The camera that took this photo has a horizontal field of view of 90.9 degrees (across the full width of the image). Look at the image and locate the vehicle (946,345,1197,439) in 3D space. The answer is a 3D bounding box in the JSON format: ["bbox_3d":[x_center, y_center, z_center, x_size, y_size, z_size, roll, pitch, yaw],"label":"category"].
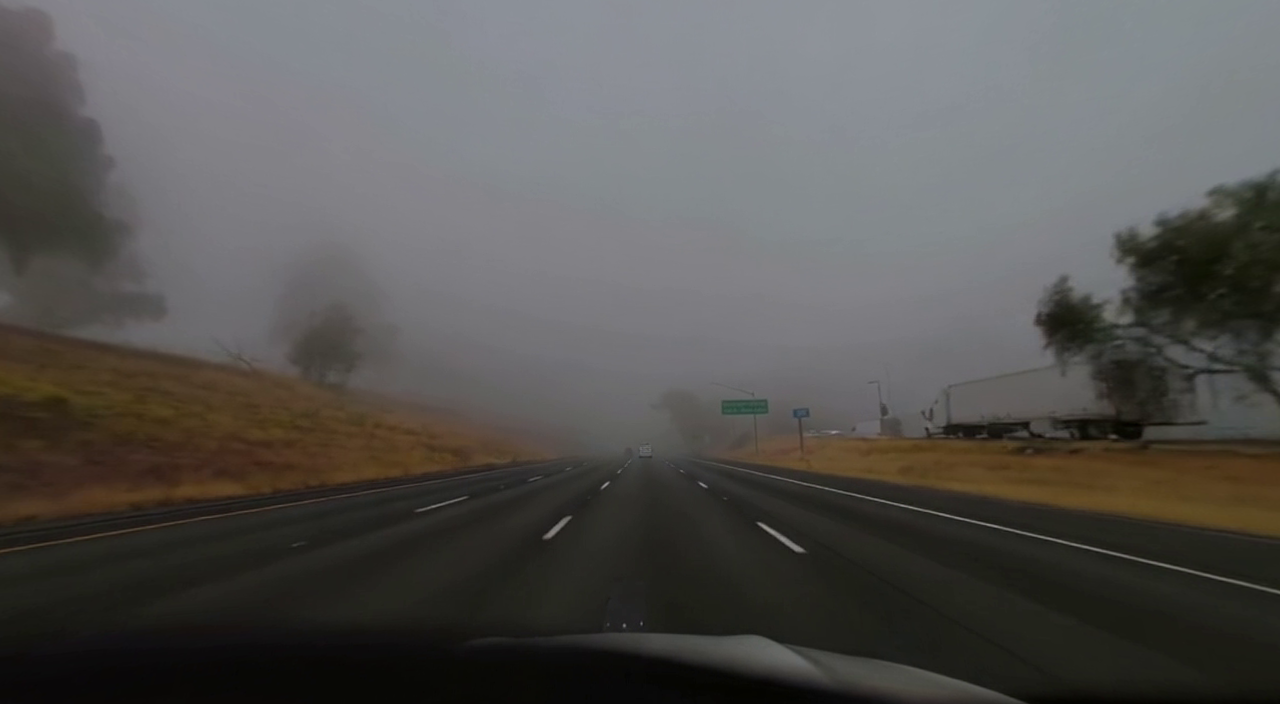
[{"bbox_3d":[23.579,2.962,37.006,2.978,4.245,16.936,0,-8,0],"label":"vehicle"}]
